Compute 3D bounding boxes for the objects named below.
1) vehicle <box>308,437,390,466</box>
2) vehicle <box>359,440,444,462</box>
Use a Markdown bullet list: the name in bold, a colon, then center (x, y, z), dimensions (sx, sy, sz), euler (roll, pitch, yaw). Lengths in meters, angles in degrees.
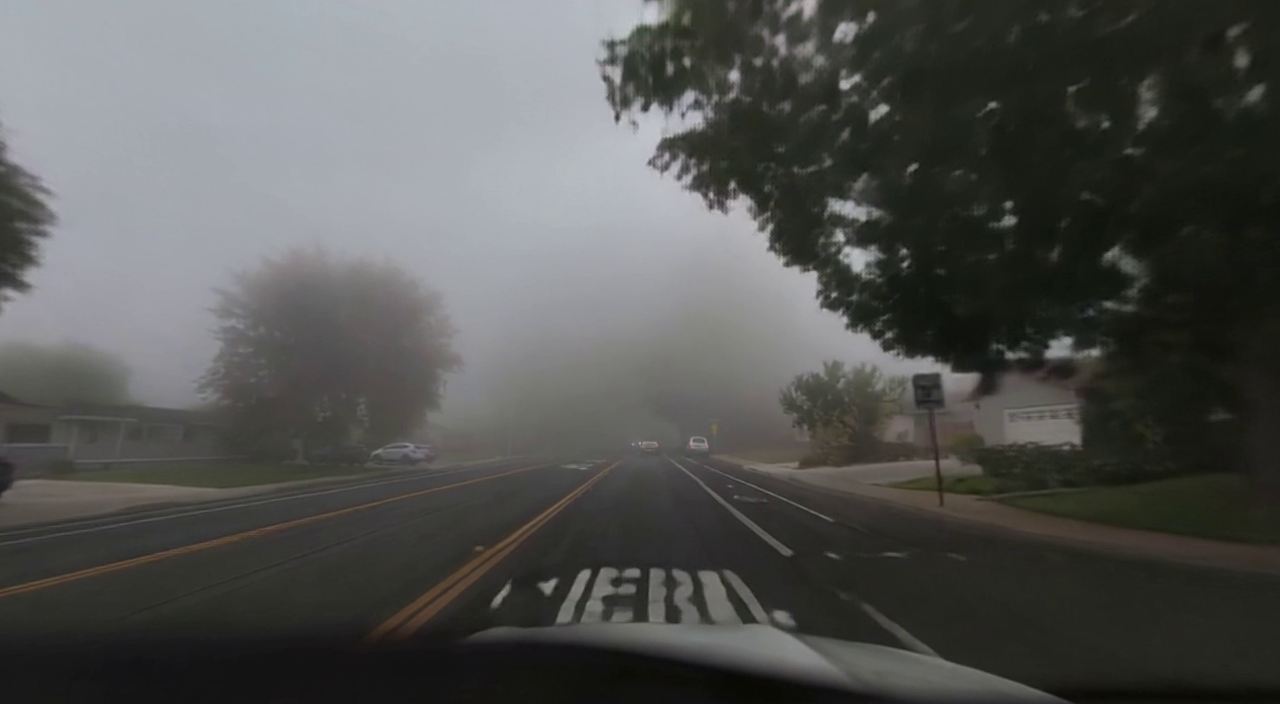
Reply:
- **vehicle**: center (-18.799, 6.422, 40.776), dimensions (4.372, 1.745, 2.017), euler (6, -10, -35)
- **vehicle**: center (-17.903, 7.434, 47.446), dimensions (5.419, 1.649, 2.396), euler (0, -8, 1)
